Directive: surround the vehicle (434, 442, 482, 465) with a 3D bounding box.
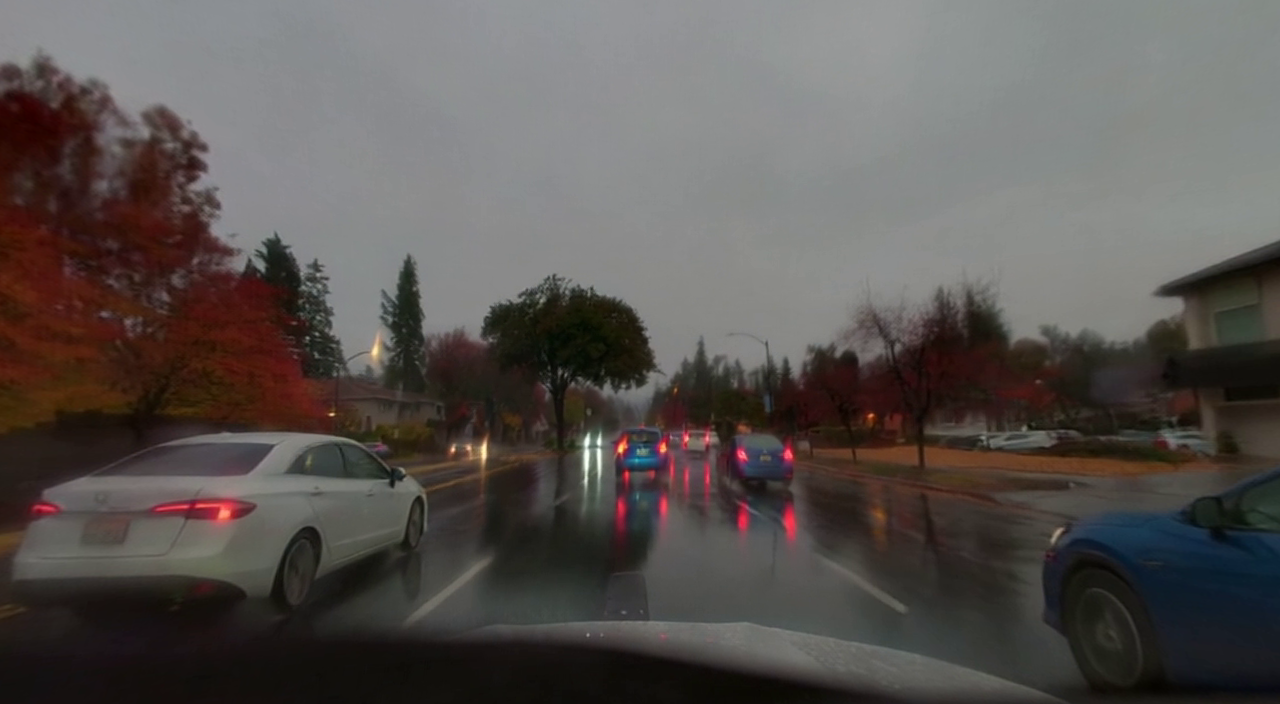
[{"bbox_3d":[-12.398,6.937,43.068,1.984,1.539,4.280,0,-8,0],"label":"vehicle"}]

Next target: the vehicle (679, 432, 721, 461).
[{"bbox_3d":[3.685,5.921,39.208,2.067,1.687,4.163,0,-8,-2],"label":"vehicle"}]

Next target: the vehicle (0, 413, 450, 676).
[{"bbox_3d":[-3.535,1.432,5.914,1.997,1.479,4.547,0,-8,1],"label":"vehicle"}]

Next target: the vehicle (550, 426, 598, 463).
[{"bbox_3d":[-3.831,5.539,37.513,2.246,2.062,5.123,0,-8,1],"label":"vehicle"}]

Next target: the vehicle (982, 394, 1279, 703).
[{"bbox_3d":[3.388,0.858,2.019,2.060,1.474,4.475,0,-8,0],"label":"vehicle"}]

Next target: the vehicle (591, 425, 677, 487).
[{"bbox_3d":[-0.185,3.114,19.109,2.293,1.662,4.262,0,-8,-1],"label":"vehicle"}]

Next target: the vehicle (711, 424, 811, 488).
[{"bbox_3d":[3.462,3.095,18.908,2.019,1.675,4.488,0,-8,-1],"label":"vehicle"}]
